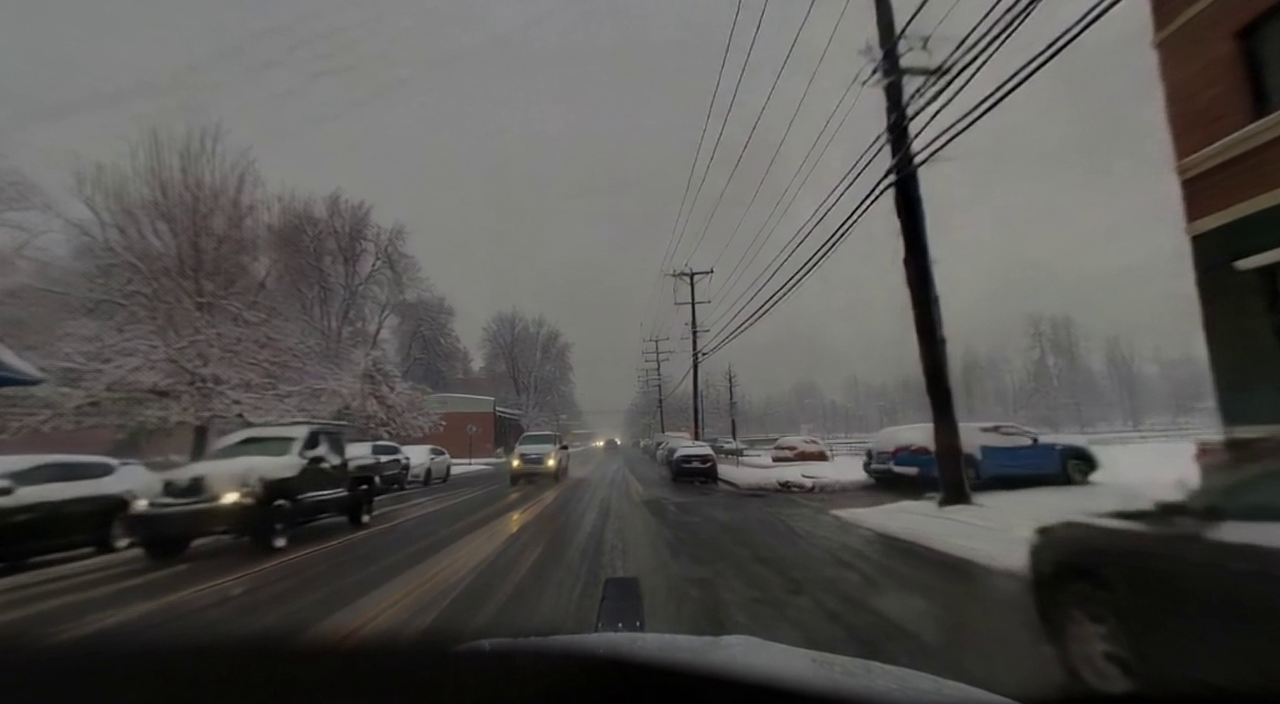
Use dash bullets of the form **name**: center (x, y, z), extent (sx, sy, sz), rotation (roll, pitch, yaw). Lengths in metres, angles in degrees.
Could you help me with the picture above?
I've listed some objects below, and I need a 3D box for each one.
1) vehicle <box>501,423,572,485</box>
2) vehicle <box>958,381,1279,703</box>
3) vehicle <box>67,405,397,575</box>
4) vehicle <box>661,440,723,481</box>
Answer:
- **vehicle**: center (-3.721, 3.757, 23.513), extent (2.115, 2.065, 4.452), rotation (0, -9, -3)
- **vehicle**: center (3.371, 0.868, 1.964), extent (2.136, 1.586, 4.919), rotation (1, -9, -1)
- **vehicle**: center (-5.637, 1.929, 9.623), extent (2.152, 1.918, 4.217), rotation (-2, -8, 1)
- **vehicle**: center (2.192, 4.341, 25.723), extent (2.261, 1.503, 4.695), rotation (-1, -8, 6)
